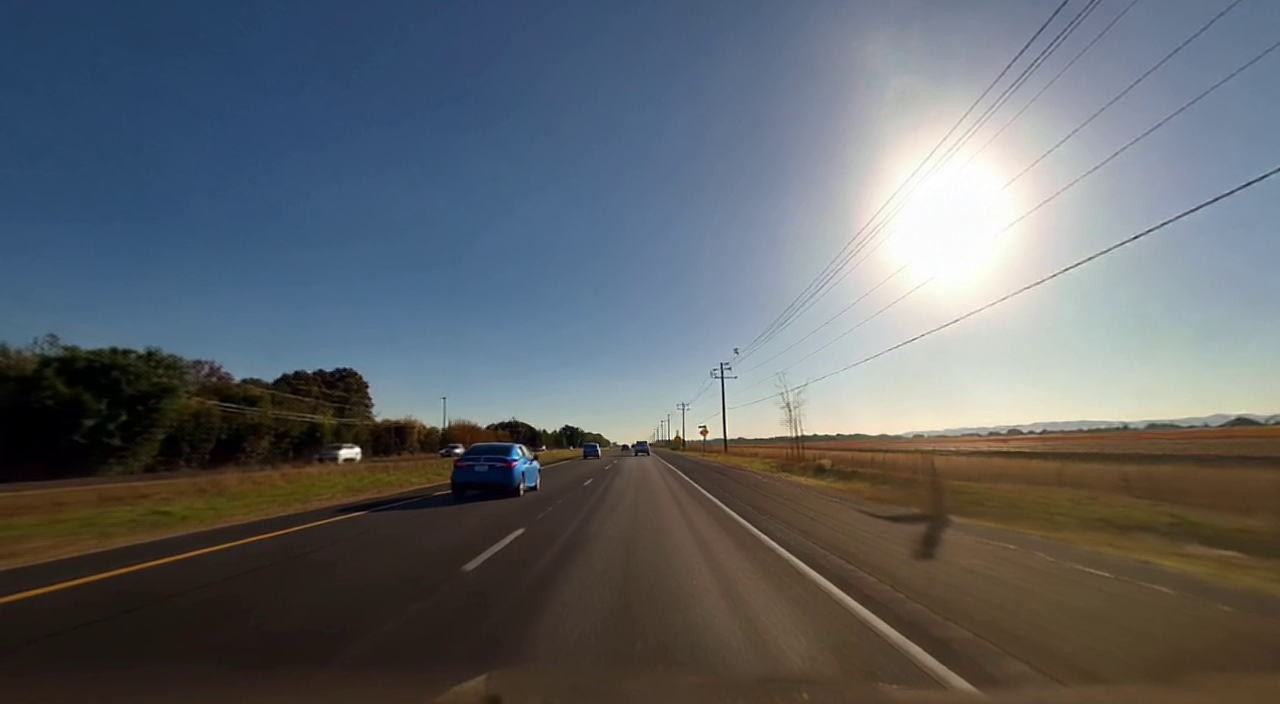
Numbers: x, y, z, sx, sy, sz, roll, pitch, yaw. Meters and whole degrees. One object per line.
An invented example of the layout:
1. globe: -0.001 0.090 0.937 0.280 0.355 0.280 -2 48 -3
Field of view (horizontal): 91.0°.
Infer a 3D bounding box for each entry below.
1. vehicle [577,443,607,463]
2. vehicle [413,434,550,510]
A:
1. vehicle: -3.706 7.916 49.540 1.953 1.517 4.407 0 -9 0
2. vehicle: -3.729 2.932 15.872 2.120 1.597 4.810 0 -9 1
